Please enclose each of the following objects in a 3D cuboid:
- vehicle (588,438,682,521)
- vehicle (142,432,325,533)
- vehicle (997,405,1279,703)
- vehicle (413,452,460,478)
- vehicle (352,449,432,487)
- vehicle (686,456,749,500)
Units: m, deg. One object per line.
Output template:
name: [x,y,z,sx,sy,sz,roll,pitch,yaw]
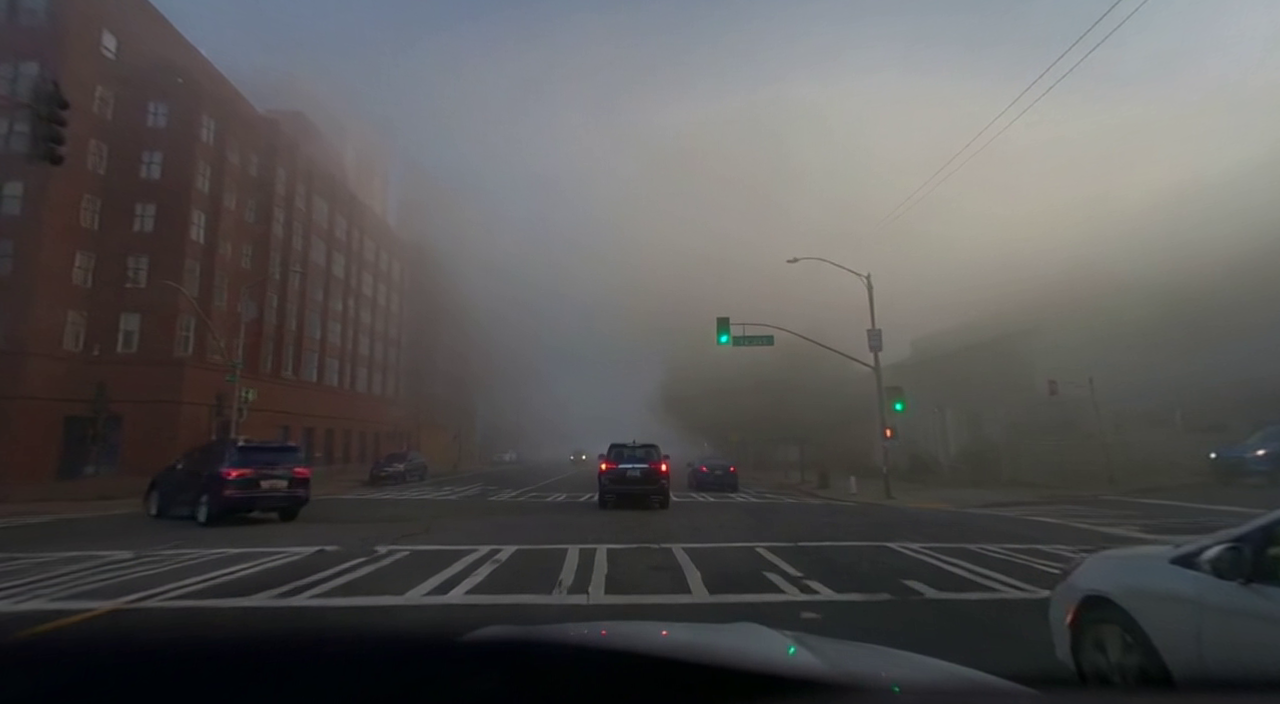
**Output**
vehicle: [-0.168,3.216,16.583,2.105,1.842,4.537,0,-9,-1]
vehicle: [-8.782,2.671,13.543,4.244,1.812,1.855,-7,-11,38]
vehicle: [3.226,0.838,1.488,2.026,1.499,4.662,0,-8,0]
vehicle: [-14.273,7.917,44.594,1.891,1.659,4.360,0,-9,0]
vehicle: [-14.255,6.669,36.763,2.191,2.011,5.556,0,-8,2]
vehicle: [2.884,4.799,24.390,1.852,1.462,4.155,0,-9,-1]
